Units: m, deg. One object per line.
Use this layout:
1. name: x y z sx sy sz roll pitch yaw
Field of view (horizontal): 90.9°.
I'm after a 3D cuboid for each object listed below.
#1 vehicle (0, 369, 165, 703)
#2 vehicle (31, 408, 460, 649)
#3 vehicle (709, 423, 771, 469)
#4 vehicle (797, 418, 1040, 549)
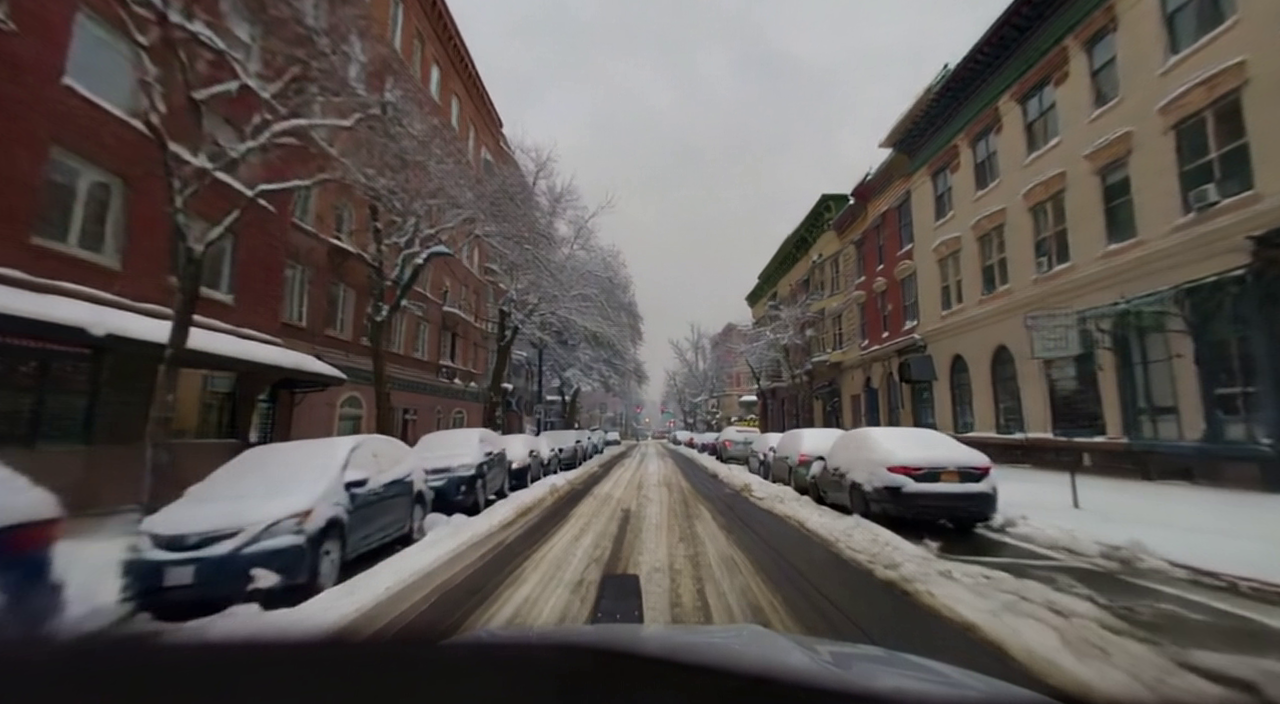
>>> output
1. vehicle: -3.291 0.714 1.108 1.867 1.519 3.920 2 -4 -1
2. vehicle: -3.445 1.458 6.643 1.859 1.508 4.144 2 -3 0
3. vehicle: 4.245 4.037 27.413 1.879 1.802 4.574 0 -7 -1
4. vehicle: 3.825 1.811 9.518 1.896 1.549 3.845 0 -7 0
